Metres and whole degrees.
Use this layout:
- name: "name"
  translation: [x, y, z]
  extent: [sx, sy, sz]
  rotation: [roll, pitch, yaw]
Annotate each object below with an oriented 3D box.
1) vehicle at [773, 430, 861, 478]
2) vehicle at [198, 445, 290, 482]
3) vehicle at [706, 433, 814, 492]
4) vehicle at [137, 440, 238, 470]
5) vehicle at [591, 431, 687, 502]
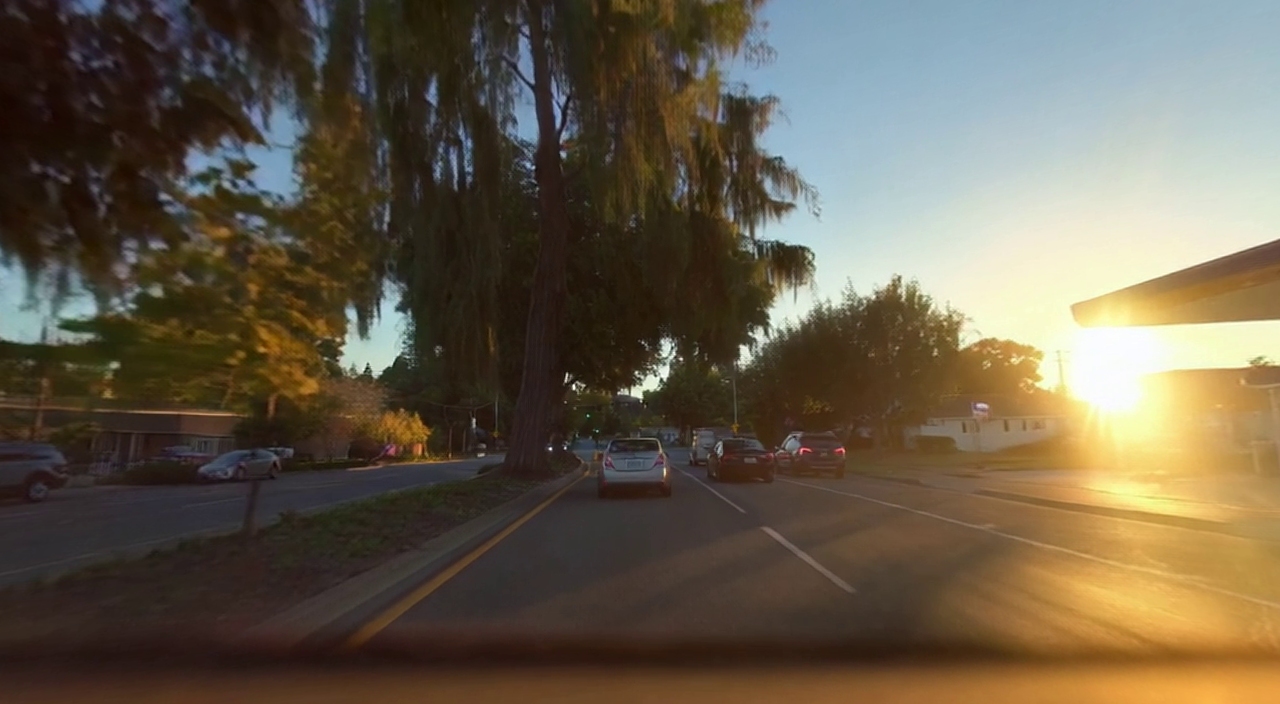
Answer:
- name: "vehicle"
  translation: [7.136, 4.182, 26.129]
  extent: [2.117, 1.757, 4.969]
  rotation: [0, -8, -1]
- name: "vehicle"
  translation: [-19.320, 5.430, 31.077]
  extent: [1.903, 1.706, 3.994]
  rotation: [0, -8, 0]
- name: "vehicle"
  translation: [3.296, 3.162, 18.432]
  extent: [2.124, 1.476, 4.730]
  rotation: [0, -8, -1]
- name: "vehicle"
  translation: [-28.163, 6.401, 39.447]
  extent: [4.699, 1.775, 2.007]
  rotation: [0, -9, 1]
- name: "vehicle"
  translation: [-0.012, 2.730, 15.384]
  extent: [2.052, 1.488, 3.779]
  rotation: [0, -8, 0]
